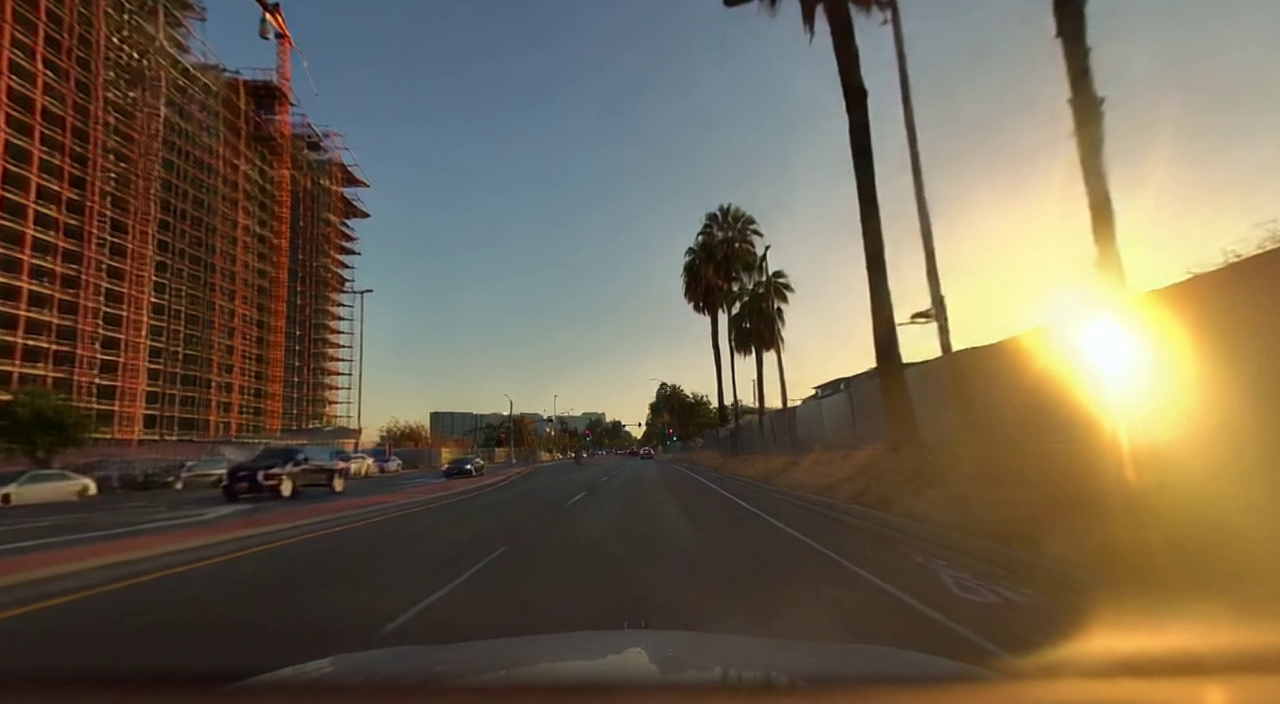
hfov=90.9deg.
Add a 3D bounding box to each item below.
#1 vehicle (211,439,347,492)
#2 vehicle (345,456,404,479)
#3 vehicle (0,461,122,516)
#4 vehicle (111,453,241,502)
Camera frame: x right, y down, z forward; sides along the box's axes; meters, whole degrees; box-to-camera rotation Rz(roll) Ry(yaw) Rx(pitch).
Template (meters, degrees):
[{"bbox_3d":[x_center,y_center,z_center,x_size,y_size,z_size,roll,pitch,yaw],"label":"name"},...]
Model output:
[{"bbox_3d":[-16.238,5.125,28.918,2.601,2.118,6.071,0,-9,1],"label":"vehicle"},{"bbox_3d":[-19.138,8.325,45.660,2.007,1.453,4.932,-1,-9,2],"label":"vehicle"},{"bbox_3d":[-19.428,4.316,20.048,1.836,1.418,4.956,-2,-7,-2],"label":"vehicle"},{"bbox_3d":[-19.423,5.221,26.728,1.985,1.625,4.749,-2,-7,-1],"label":"vehicle"}]
